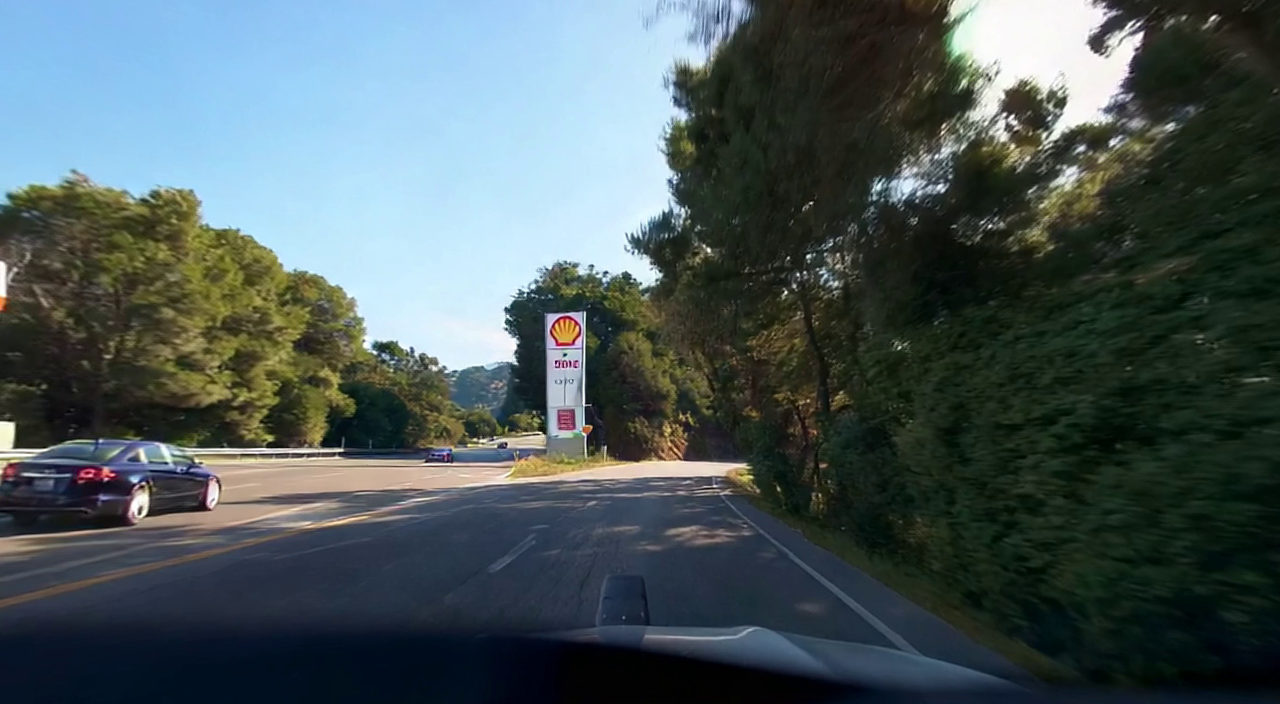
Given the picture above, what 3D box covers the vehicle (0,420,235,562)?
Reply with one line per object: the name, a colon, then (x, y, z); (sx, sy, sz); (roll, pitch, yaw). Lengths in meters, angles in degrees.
vehicle: (-8.210, 1.851, 9.049); (2.015, 1.517, 4.991); (1, -9, -8)
